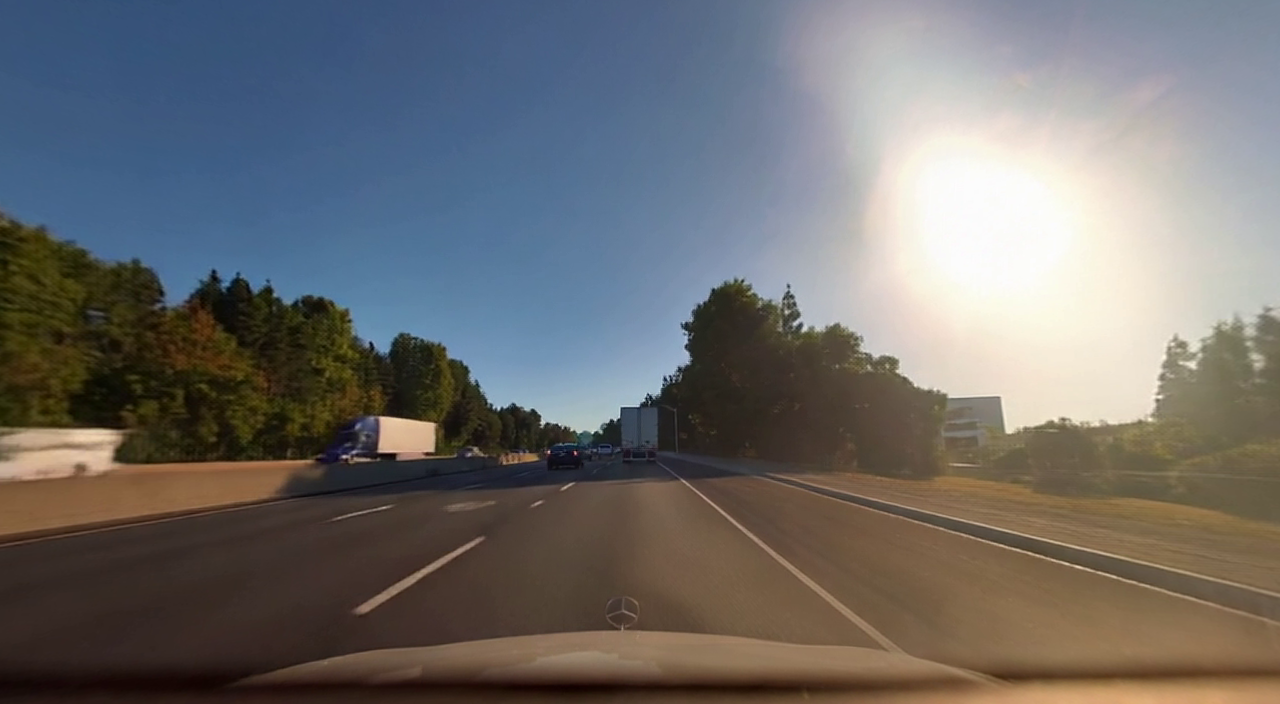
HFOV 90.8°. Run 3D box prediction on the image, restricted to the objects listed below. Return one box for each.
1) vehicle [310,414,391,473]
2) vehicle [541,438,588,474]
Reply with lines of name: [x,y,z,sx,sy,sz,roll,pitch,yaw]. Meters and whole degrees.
vehicle: [-20.850,6.668,45.865,3.033,3.995,5.883,0,-9,-1]
vehicle: [-4.183,5.839,35.574,2.139,1.925,4.312,0,-9,-1]
